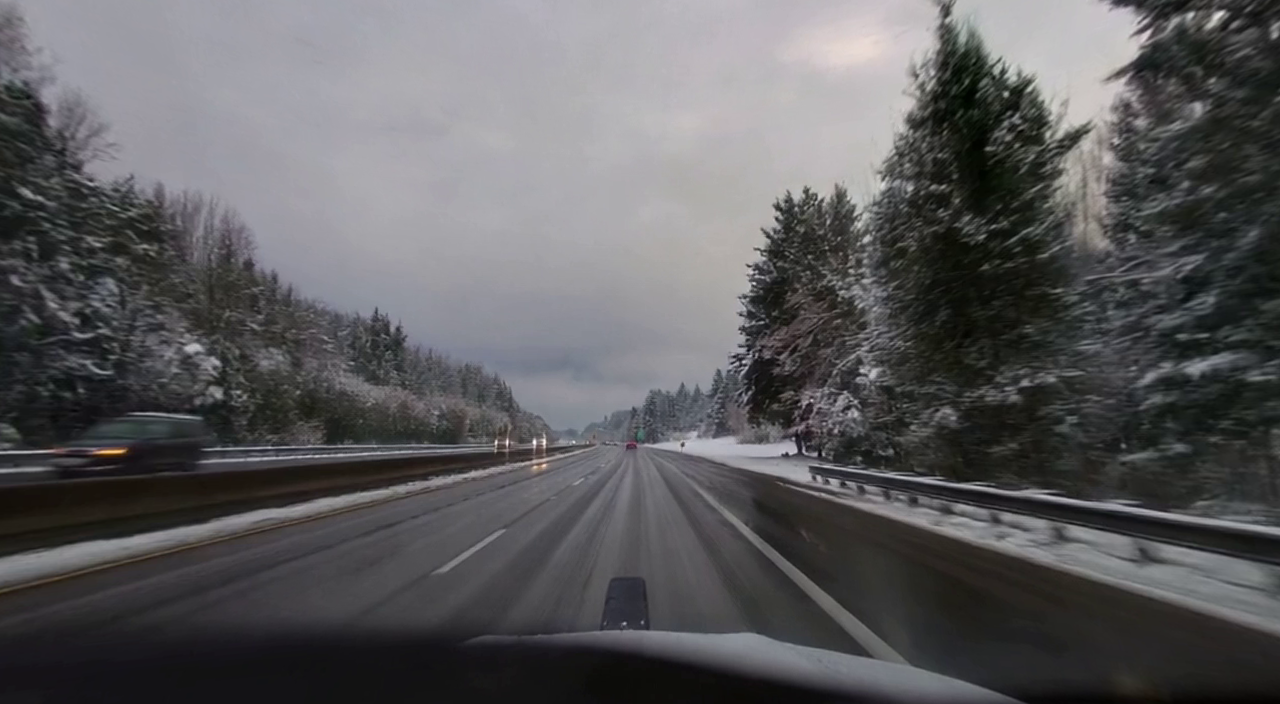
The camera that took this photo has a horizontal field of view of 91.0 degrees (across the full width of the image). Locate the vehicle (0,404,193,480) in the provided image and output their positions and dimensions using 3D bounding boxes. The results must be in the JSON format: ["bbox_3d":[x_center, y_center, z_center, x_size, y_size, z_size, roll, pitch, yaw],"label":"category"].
[{"bbox_3d":[-15.640,2.573,18.008,2.086,1.872,4.771,0,-8,1],"label":"vehicle"}]
